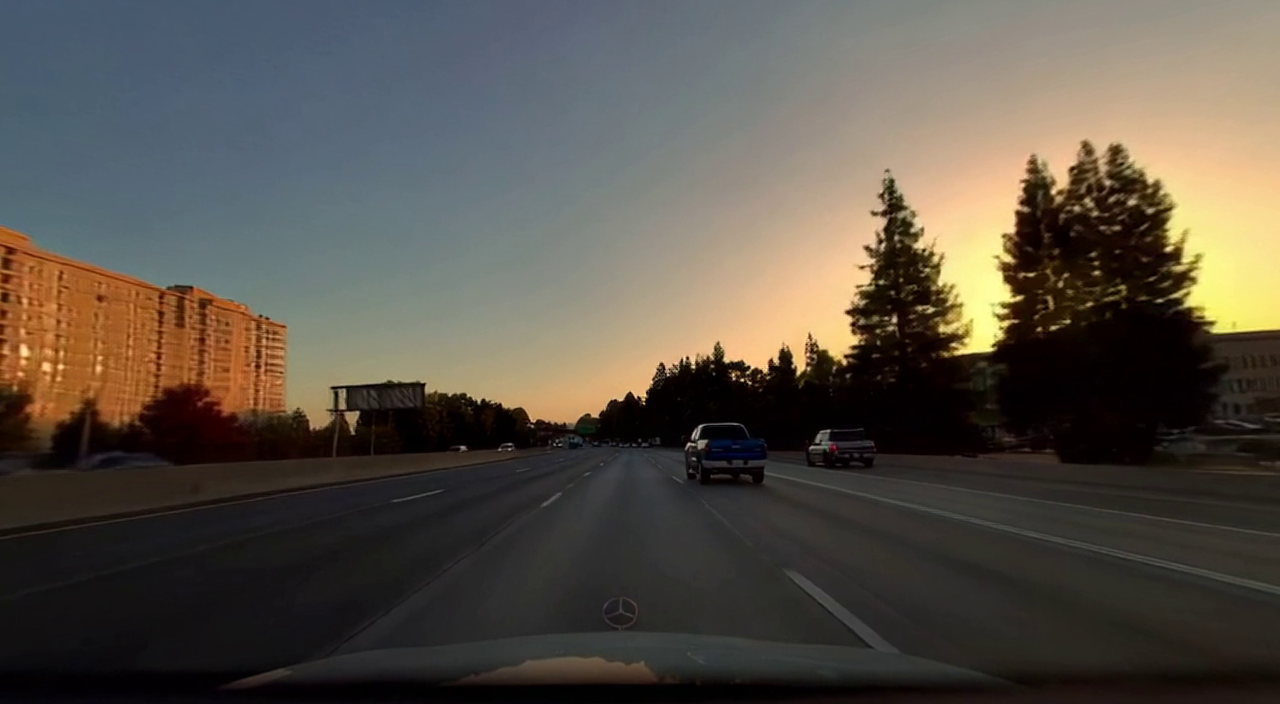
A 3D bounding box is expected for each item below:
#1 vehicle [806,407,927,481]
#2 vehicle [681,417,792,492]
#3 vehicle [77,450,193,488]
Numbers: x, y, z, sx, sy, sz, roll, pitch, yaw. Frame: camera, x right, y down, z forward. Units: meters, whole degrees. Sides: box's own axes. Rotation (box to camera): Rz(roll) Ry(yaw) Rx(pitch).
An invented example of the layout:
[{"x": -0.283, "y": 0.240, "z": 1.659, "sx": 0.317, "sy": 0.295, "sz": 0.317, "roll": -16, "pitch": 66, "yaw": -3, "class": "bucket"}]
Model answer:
[{"x": 7.760, "y": 3.266, "z": 22.380, "sx": 2.158, "sy": 2.268, "sz": 5.396, "roll": 0, "pitch": -9, "yaw": -1, "class": "vehicle"}, {"x": 2.761, "y": 3.106, "z": 19.437, "sx": 2.462, "sy": 1.984, "sz": 4.718, "roll": 0, "pitch": -9, "yaw": -2, "class": "vehicle"}, {"x": -23.270, "y": 5.393, "z": 29.357, "sx": 1.882, "sy": 1.579, "sz": 4.247, "roll": 0, "pitch": -8, "yaw": -1, "class": "vehicle"}]
